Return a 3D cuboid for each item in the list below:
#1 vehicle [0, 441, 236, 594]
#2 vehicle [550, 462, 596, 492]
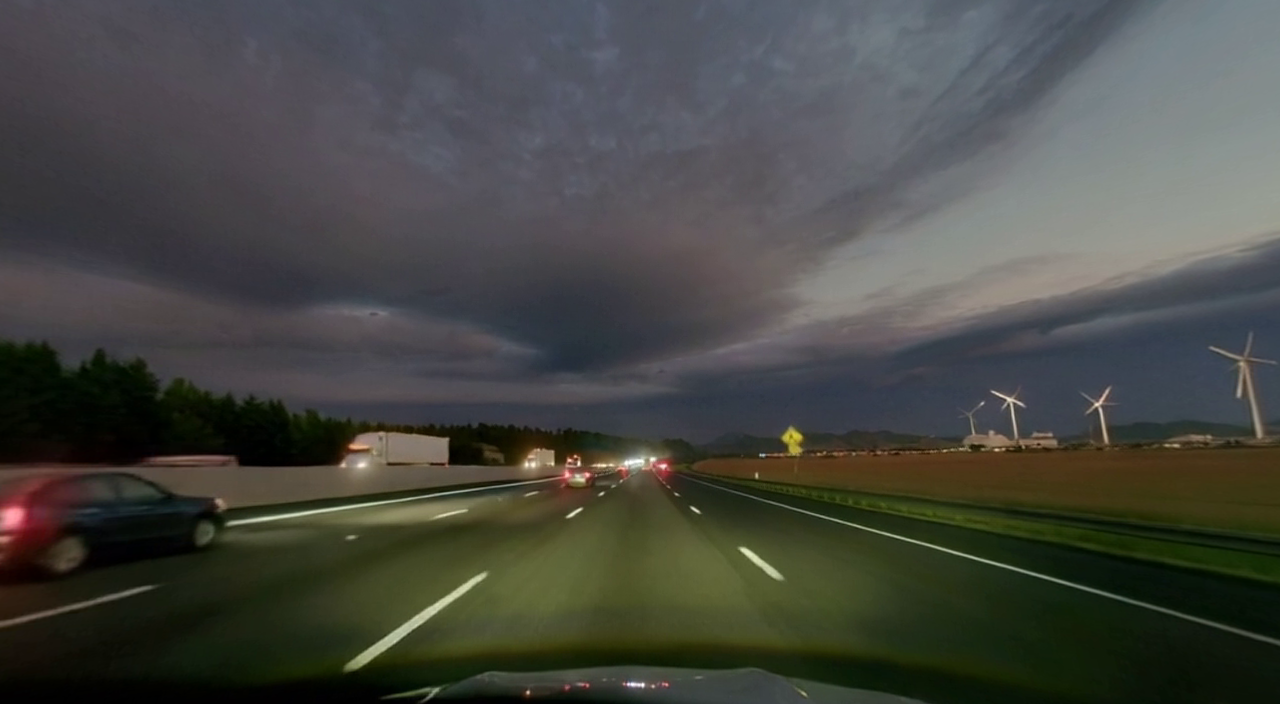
[{"bbox_3d":[-7.157,1.792,7.193,1.956,1.451,4.674,1,-10,0],"label":"vehicle"},{"bbox_3d":[-3.646,6.889,35.003,2.039,1.505,4.843,1,-10,0],"label":"vehicle"}]
